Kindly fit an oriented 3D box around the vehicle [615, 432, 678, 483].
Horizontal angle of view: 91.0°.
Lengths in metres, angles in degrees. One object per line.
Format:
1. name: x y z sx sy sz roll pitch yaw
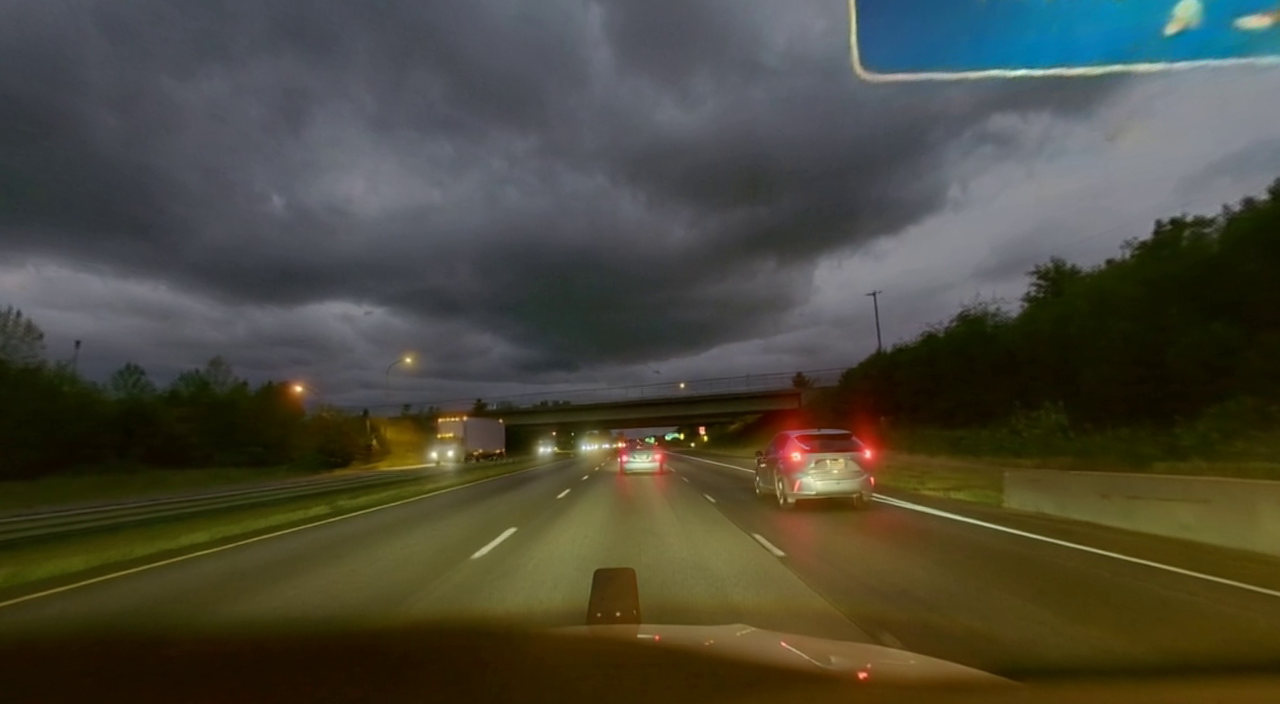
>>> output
1. vehicle: 0.136 3.767 22.831 2.092 1.636 4.024 0 -8 -2
